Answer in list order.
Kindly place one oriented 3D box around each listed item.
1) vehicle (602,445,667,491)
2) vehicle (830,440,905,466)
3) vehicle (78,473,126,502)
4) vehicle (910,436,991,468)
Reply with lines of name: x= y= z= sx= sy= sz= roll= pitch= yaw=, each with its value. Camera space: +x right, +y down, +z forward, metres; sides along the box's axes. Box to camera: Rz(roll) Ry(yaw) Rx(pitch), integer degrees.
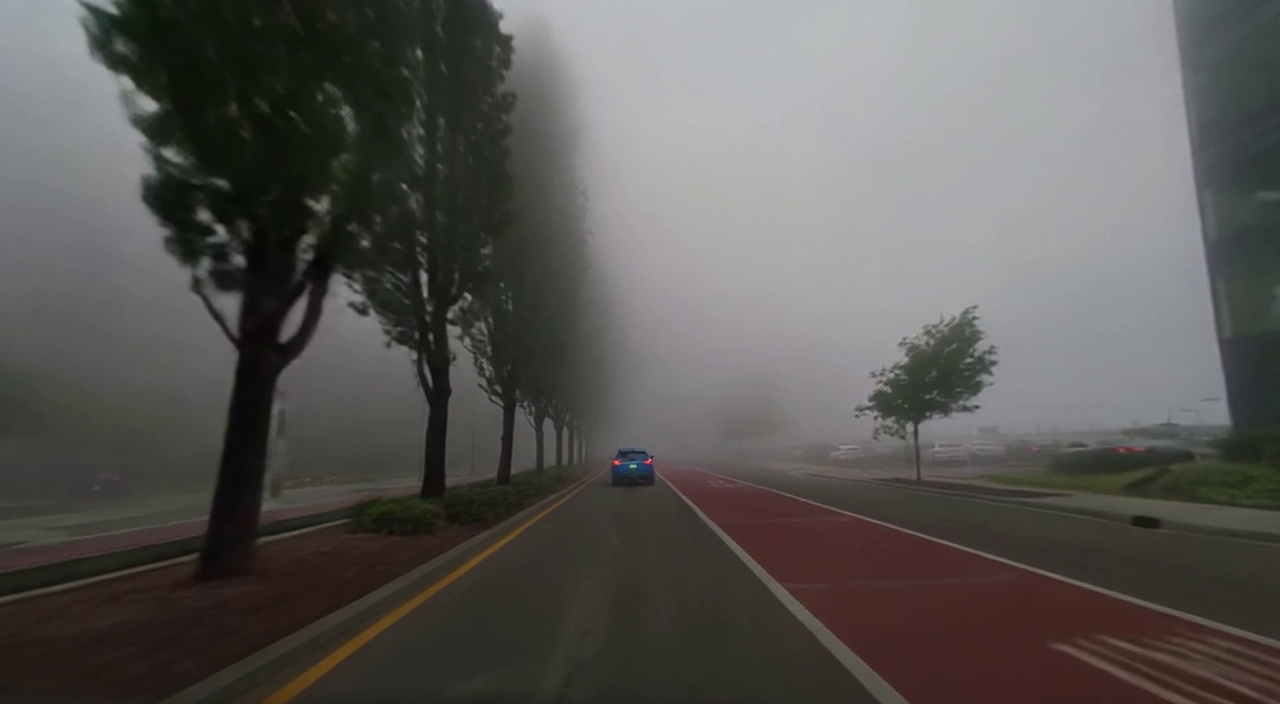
vehicle: x=-0.241 y=4.022 z=22.278 sx=2.063 sy=1.442 sz=4.135 roll=0 pitch=-9 yaw=-2
vehicle: x=14.336 y=6.360 z=39.869 sx=4.003 sy=1.476 sz=1.884 roll=-2 pitch=-8 yaw=2
vehicle: x=-32.528 y=8.144 z=38.054 sx=1.970 sy=1.476 sz=3.940 roll=7 pitch=-12 yaw=-42
vehicle: x=15.212 y=4.931 z=31.083 sx=1.913 sy=1.470 sz=3.714 roll=0 pitch=-9 yaw=-3
